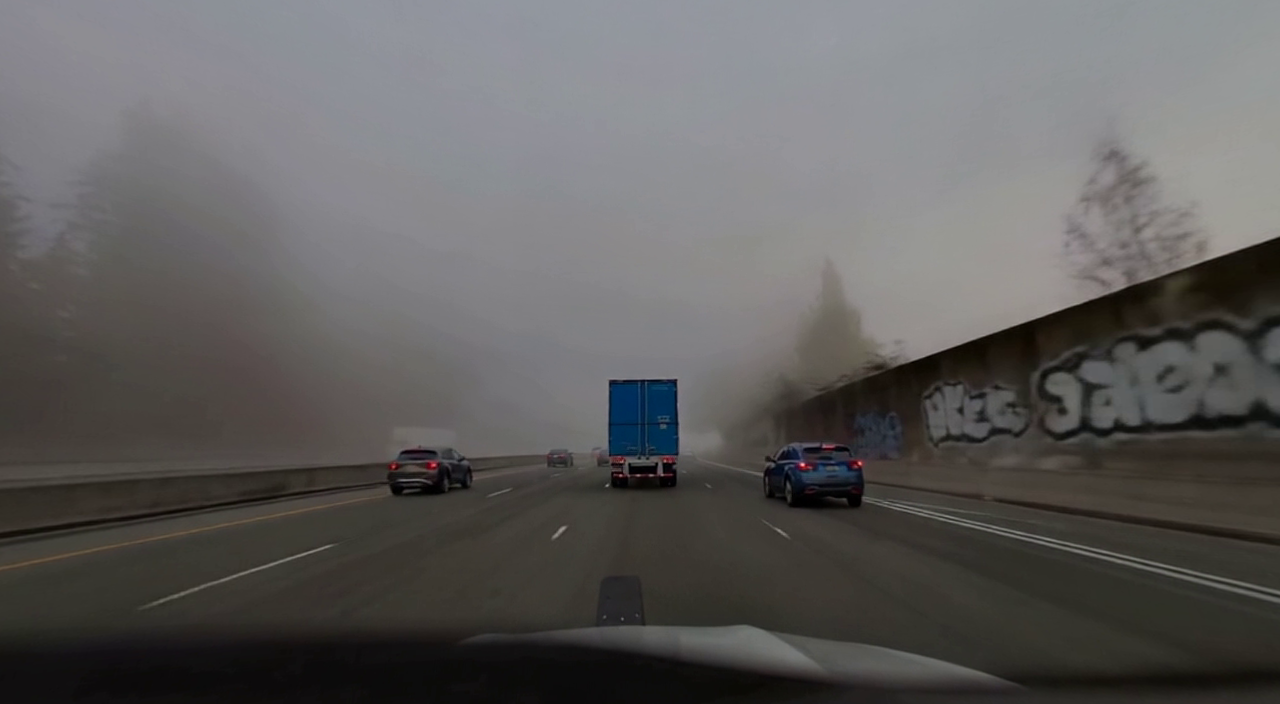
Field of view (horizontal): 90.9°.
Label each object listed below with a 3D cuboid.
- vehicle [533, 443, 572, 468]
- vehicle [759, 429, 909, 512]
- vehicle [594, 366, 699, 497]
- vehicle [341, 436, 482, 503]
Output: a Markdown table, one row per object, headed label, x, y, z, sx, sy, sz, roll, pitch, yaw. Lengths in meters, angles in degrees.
| label | x | y | z | sx | sy | sz | roll | pitch | yaw |
| --- | --- | --- | --- | --- | --- | --- | --- | --- | --- |
| vehicle | -6.027 | 7.164 | 43.756 | 2.005 | 1.607 | 4.042 | -1 | -9 | 2 |
| vehicle | 4.447 | 2.799 | 15.311 | 2.205 | 1.689 | 4.403 | 0 | -9 | 0 |
| vehicle | 0.120 | 2.960 | 22.557 | 2.915 | 3.661 | 9.741 | 0 | -9 | -1 |
| vehicle | -6.337 | 3.321 | 18.265 | 2.134 | 1.662 | 4.851 | -1 | -9 | 2 |
